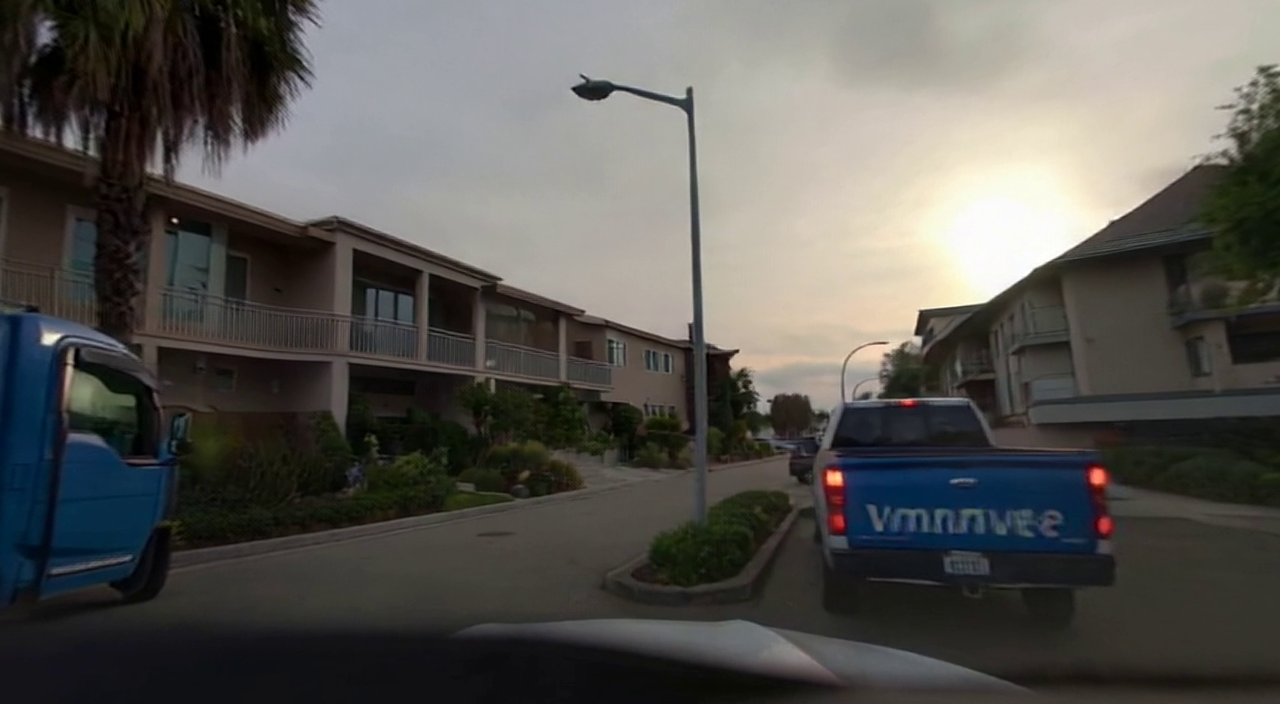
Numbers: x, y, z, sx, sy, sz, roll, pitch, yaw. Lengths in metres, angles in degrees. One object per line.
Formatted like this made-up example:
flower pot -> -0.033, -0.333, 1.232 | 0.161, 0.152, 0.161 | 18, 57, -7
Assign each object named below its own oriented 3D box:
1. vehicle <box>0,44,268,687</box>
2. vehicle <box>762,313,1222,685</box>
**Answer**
vehicle -> -6.253, -0.397, 0.647 | 2.998, 3.659, 10.517 | -3, -9, 18
vehicle -> 2.677, 1.261, 6.709 | 2.418, 2.078, 5.866 | -2, -9, 13
